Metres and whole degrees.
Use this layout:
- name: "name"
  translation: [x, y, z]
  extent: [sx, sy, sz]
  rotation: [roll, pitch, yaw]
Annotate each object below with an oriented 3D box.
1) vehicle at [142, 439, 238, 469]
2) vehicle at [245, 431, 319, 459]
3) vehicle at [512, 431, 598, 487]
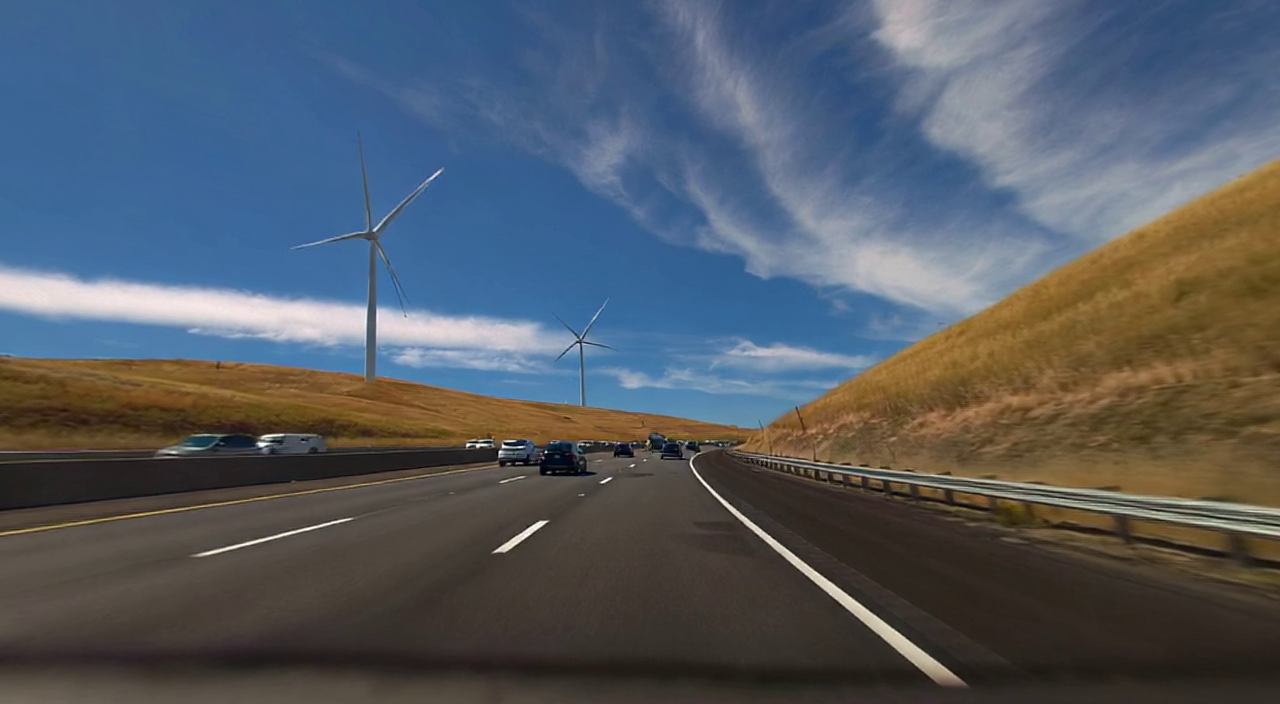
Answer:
- name: "vehicle"
  translation: [-24.145, 5.488, 34.003]
  extent: [1.900, 1.482, 4.257]
  rotation: [0, -9, 3]
- name: "vehicle"
  translation: [-26.625, 6.946, 47.112]
  extent: [2.098, 1.937, 5.374]
  rotation: [-1, -9, 4]
- name: "vehicle"
  translation: [-2.741, 3.597, 21.461]
  extent: [2.118, 1.702, 4.355]
  rotation: [0, -9, 3]
